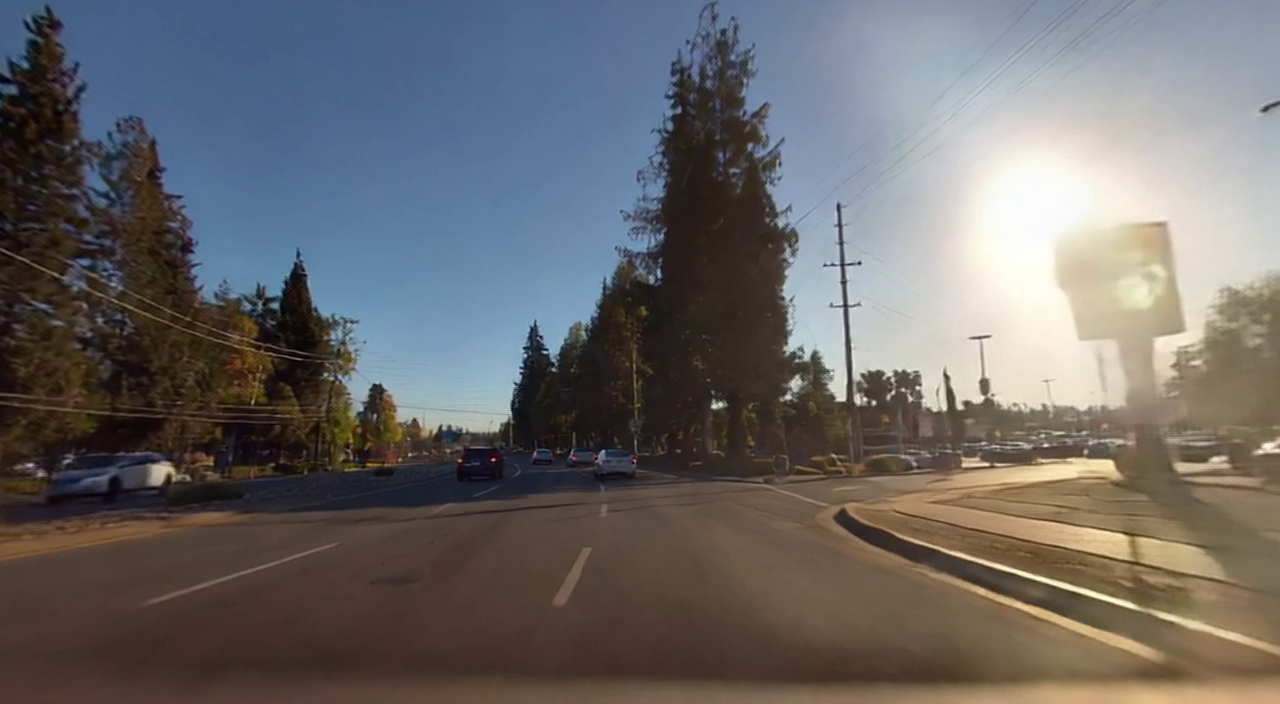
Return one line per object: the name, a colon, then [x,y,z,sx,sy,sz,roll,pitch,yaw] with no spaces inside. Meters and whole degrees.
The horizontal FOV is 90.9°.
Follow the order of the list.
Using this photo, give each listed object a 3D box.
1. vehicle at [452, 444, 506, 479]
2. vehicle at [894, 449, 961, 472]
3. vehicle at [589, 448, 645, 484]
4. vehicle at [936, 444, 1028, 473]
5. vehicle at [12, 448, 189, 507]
vehicle: [-8.594,5.881,34.116,2.195,1.752,4.515,1,-9,-7]
vehicle: [22.685,8.574,49.905,4.350,1.447,1.696,-5,-10,7]
vehicle: [-1.123,5.111,28.723,2.130,1.476,4.453,1,-9,-7]
vehicle: [21.743,6.787,40.256,4.834,1.495,1.785,2,-9,6]
vehicle: [-20.747,4.784,24.749,2.258,1.960,5.783,1,-9,-6]
